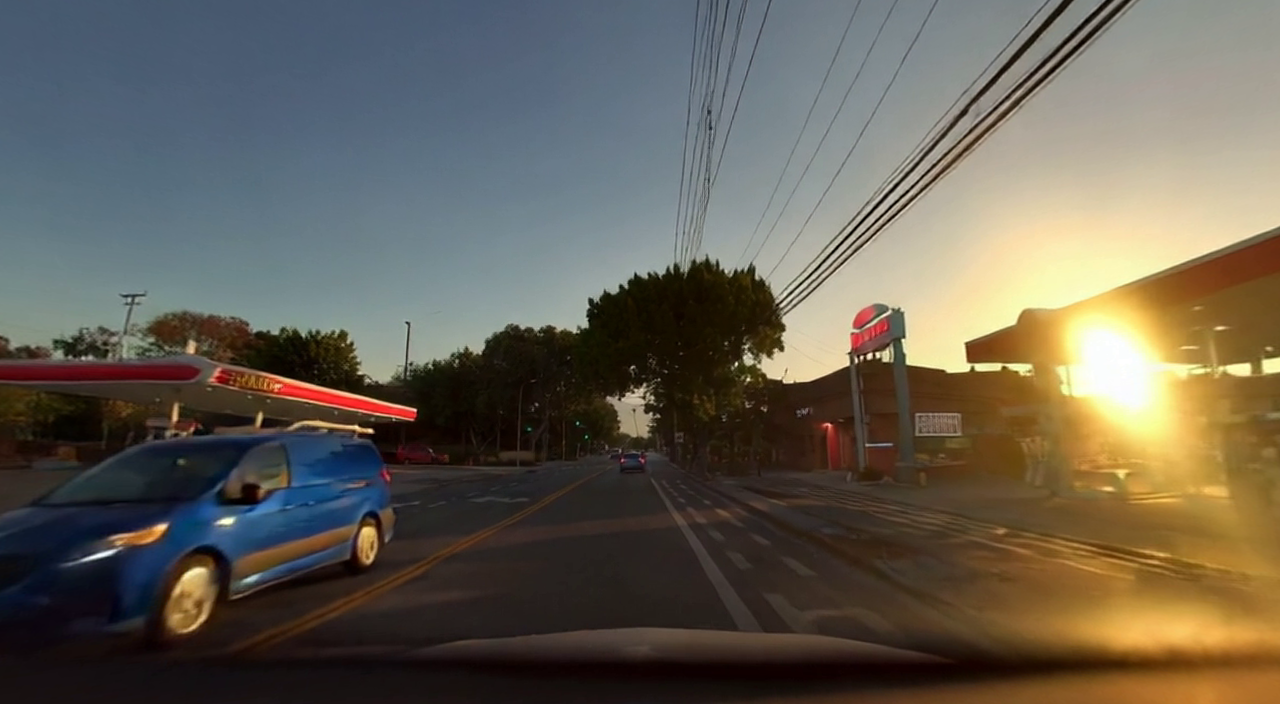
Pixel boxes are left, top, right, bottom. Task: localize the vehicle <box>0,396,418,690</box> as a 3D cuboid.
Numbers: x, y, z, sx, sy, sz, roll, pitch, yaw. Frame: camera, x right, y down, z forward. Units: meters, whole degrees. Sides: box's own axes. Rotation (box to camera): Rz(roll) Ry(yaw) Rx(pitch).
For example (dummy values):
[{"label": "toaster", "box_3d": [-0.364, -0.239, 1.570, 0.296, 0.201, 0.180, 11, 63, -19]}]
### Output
[{"label": "vehicle", "box_3d": [-4.313, 1.566, 6.492, 2.274, 1.844, 4.843, 0, -8, 0]}]
